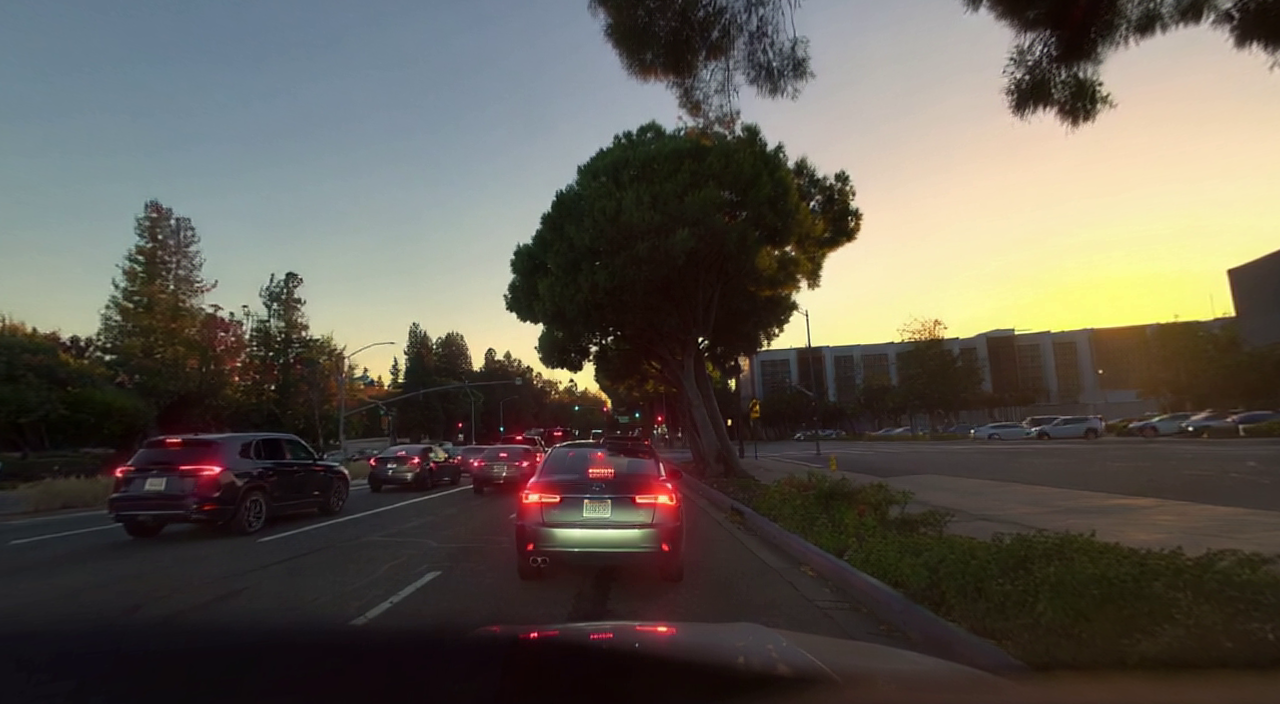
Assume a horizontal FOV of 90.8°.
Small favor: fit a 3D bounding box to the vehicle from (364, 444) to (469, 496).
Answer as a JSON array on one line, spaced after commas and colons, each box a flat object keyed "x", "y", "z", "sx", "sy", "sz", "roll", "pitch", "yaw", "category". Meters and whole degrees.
[{"x": -7.336, "y": 3.885, "z": 21.258, "sx": 1.851, "sy": 1.532, "sz": 4.279, "roll": 0, "pitch": -9, "yaw": 2, "category": "vehicle"}]

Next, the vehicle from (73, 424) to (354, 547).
[{"x": -7.290, "y": 2.290, "z": 11.512, "sx": 2.068, "sy": 1.784, "sz": 4.224, "roll": 0, "pitch": -9, "yaw": 1, "category": "vehicle"}]

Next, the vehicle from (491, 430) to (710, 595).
[{"x": -0.376, "y": 1.816, "z": 8.015, "sx": 2.066, "sy": 1.544, "sz": 3.954, "roll": 0, "pitch": -9, "yaw": 0, "category": "vehicle"}]
